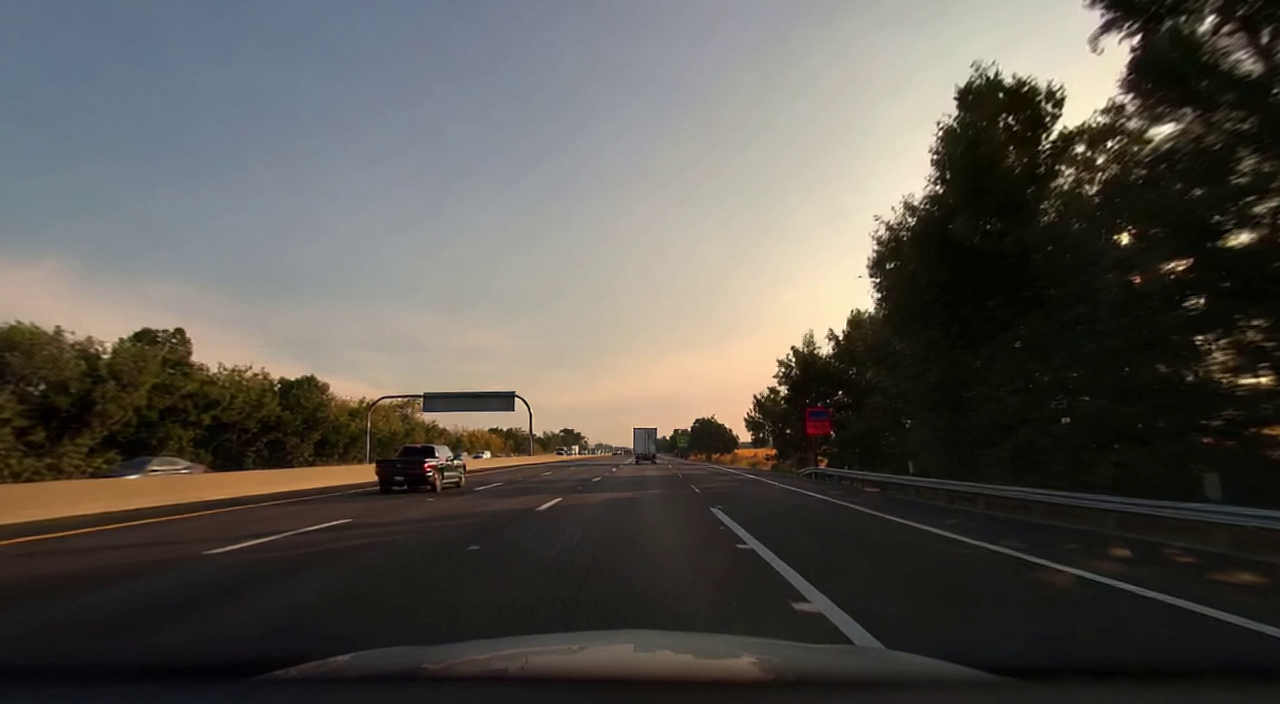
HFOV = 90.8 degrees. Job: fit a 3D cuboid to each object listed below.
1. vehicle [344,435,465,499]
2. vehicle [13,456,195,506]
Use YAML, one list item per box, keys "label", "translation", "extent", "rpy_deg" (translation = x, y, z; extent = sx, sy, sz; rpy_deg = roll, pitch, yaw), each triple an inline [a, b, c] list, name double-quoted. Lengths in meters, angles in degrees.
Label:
- label: "vehicle"
  translation: [-7.486, 3.708, 20.677]
  extent: [2.052, 1.817, 4.744]
  rpy_deg: [0, -9, 1]
- label: "vehicle"
  translation: [-18.315, 4.399, 21.970]
  extent: [2.077, 1.485, 4.860]
  rpy_deg: [0, -9, 0]
